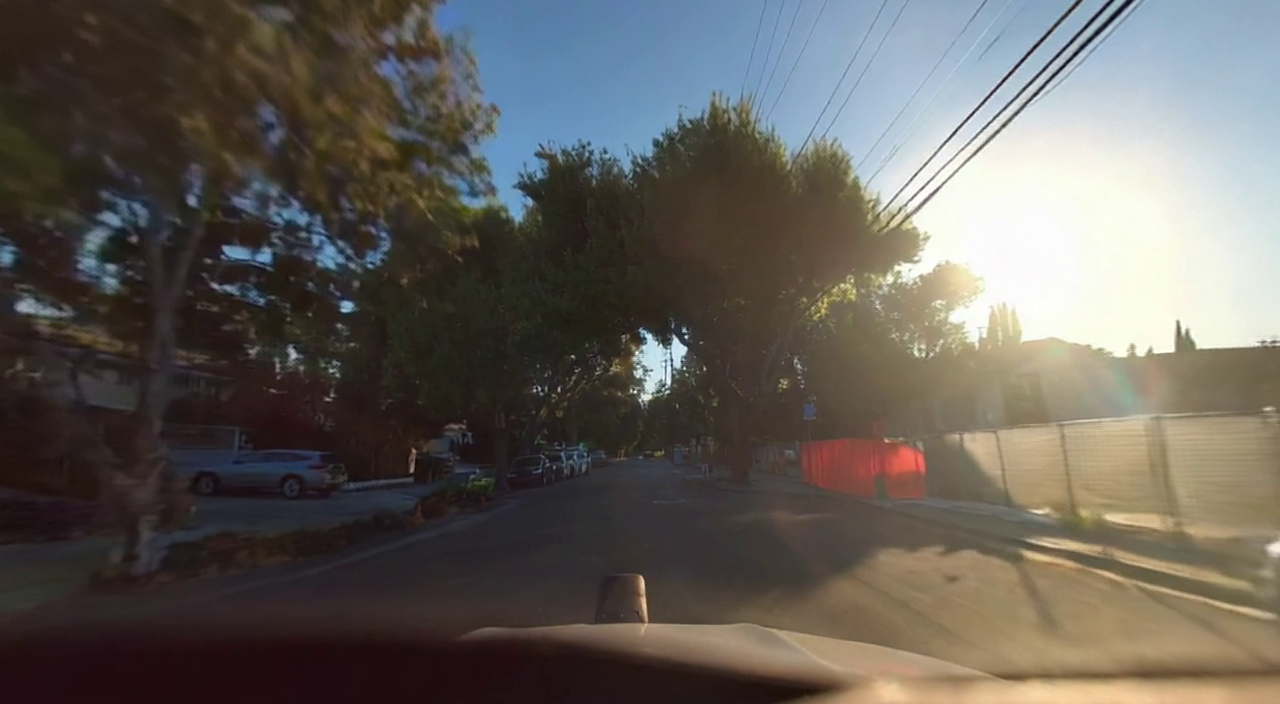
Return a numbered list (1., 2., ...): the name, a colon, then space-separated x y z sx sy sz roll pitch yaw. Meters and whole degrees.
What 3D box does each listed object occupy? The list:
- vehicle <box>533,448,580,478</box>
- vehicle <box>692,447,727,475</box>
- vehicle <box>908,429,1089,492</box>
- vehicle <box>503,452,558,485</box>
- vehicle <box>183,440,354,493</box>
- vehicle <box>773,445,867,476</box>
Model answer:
1. vehicle: -5.362 7.286 41.245 2.158 1.837 4.659 -1 -11 3
2. vehicle: 4.893 7.758 44.935 2.134 1.863 4.455 0 -9 2
3. vehicle: 11.198 3.437 20.033 4.399 1.884 2.071 0 -10 -1
4. vehicle: -5.802 6.218 33.953 1.771 1.512 4.281 4 -9 5
5. vehicle: -13.097 4.060 22.516 4.752 1.734 1.998 0 -10 1
6. vehicle: 10.683 6.447 37.719 4.920 1.759 1.998 0 -10 -2
